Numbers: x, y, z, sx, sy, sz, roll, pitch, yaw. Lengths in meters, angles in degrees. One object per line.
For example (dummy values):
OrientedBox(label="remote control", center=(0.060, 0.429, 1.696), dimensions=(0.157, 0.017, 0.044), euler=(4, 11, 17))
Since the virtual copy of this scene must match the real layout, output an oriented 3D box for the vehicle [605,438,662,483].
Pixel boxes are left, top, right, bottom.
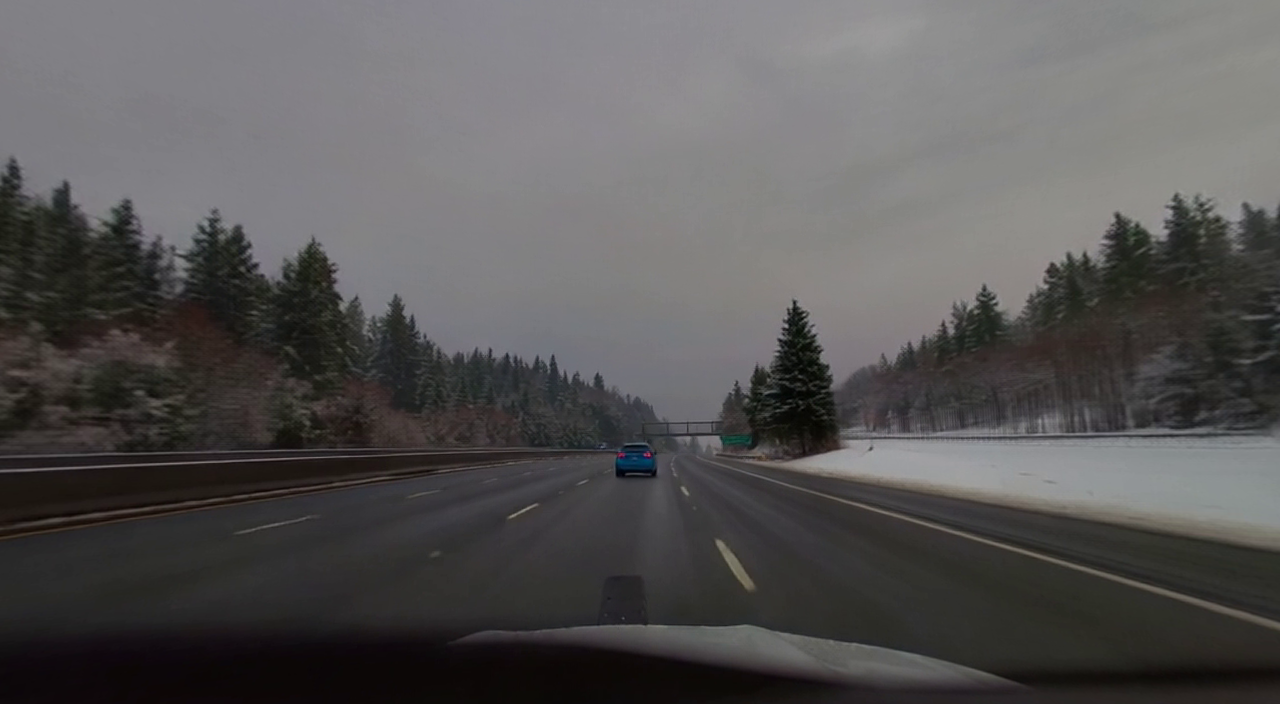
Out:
OrientedBox(label="vehicle", center=(-0.175, 4.449, 25.990), dimensions=(2.133, 1.686, 4.203), euler=(-1, -8, 3))
